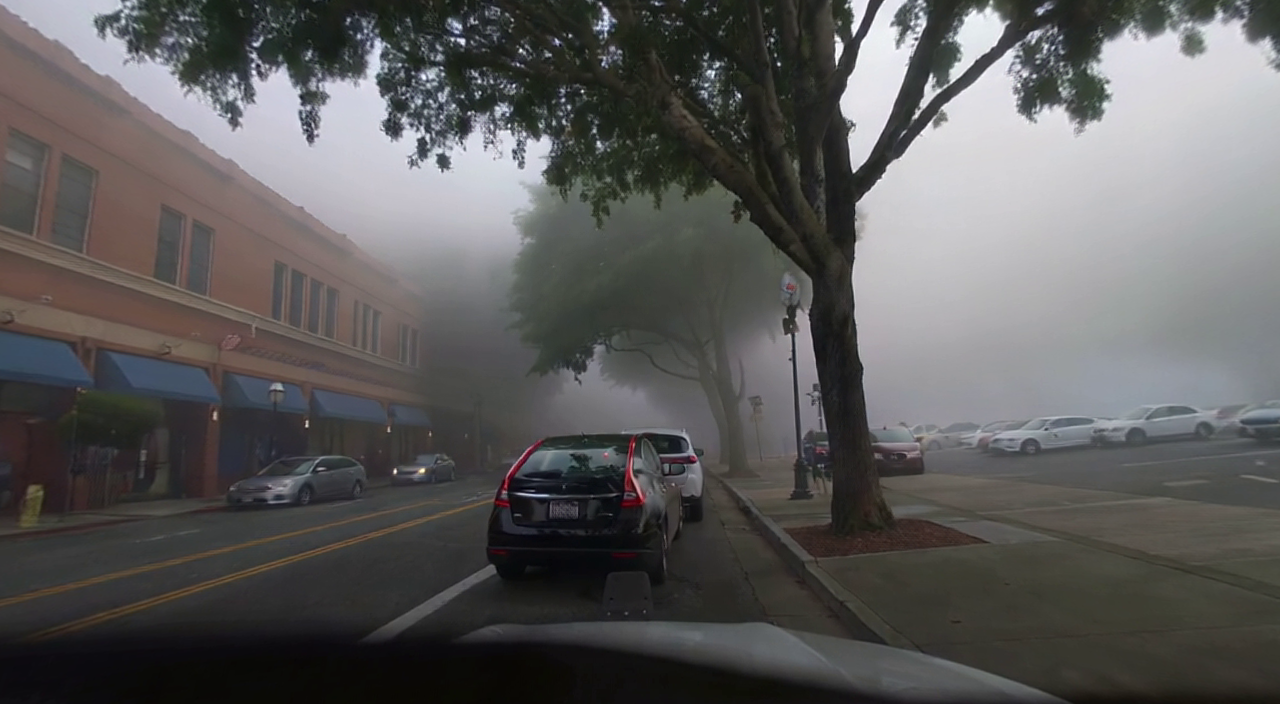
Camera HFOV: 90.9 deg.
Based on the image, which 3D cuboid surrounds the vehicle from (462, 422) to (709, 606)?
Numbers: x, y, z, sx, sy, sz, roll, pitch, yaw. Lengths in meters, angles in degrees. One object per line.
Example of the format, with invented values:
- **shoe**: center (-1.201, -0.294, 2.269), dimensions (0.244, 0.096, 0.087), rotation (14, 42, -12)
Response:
- **vehicle**: center (-0.277, 1.634, 7.283), dimensions (1.939, 1.478, 3.922), rotation (-1, -8, 8)

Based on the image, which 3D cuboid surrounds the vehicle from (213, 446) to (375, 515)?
- **vehicle**: center (-11.002, 4.064, 20.588), dimensions (2.081, 1.718, 5.342), rotation (-6, -9, 3)

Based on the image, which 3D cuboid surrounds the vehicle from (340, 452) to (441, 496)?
- **vehicle**: center (-10.250, 5.027, 26.279), dimensions (1.826, 1.432, 4.556), rotation (-7, -9, 8)

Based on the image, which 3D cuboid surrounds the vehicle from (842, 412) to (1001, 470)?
- **vehicle**: center (9.023, 2.827, 20.218), dimensions (4.558, 1.528, 1.915), rotation (0, -8, -23)
